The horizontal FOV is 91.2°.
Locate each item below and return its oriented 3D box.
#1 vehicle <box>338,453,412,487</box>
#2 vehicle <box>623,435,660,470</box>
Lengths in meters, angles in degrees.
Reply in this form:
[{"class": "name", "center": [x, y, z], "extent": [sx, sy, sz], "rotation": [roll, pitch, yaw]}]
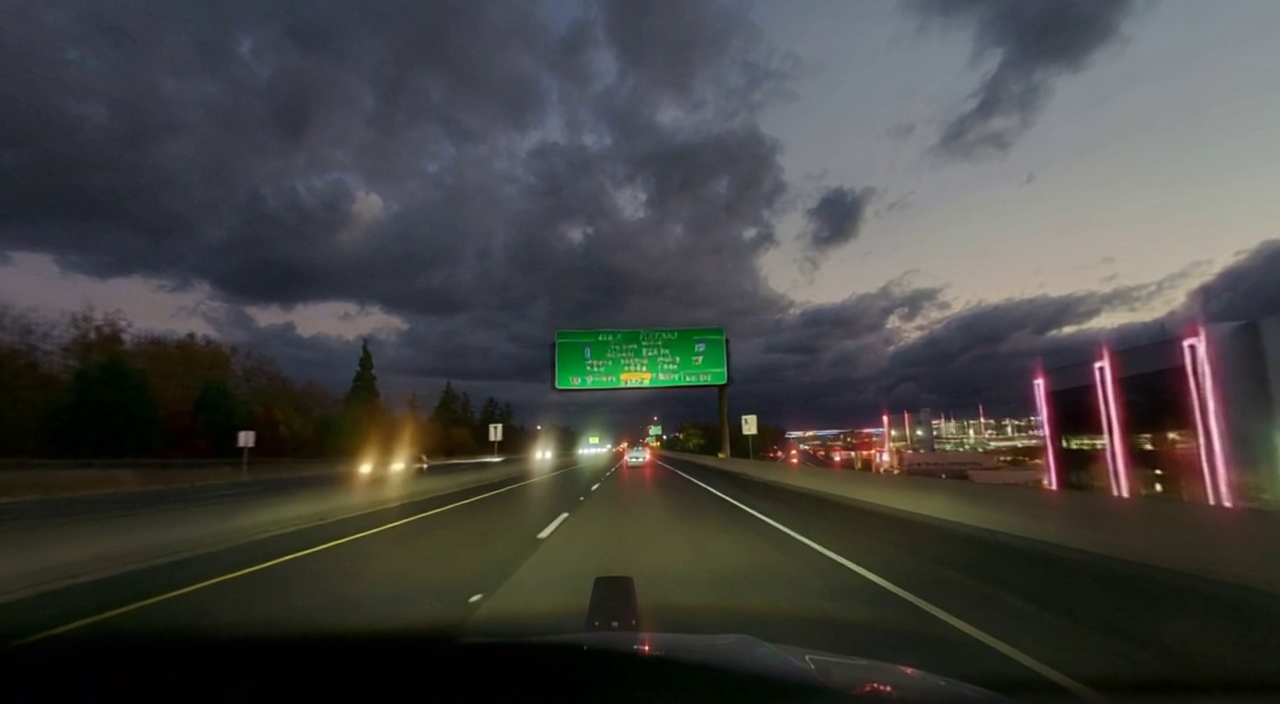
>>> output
[{"class": "vehicle", "center": [-12.962, 5.781, 30.910], "extent": [1.899, 1.516, 4.089], "rotation": [0, -9, -1]}, {"class": "vehicle", "center": [0.134, 6.532, 40.945], "extent": [2.268, 2.122, 4.595], "rotation": [-1, -9, 1]}]
